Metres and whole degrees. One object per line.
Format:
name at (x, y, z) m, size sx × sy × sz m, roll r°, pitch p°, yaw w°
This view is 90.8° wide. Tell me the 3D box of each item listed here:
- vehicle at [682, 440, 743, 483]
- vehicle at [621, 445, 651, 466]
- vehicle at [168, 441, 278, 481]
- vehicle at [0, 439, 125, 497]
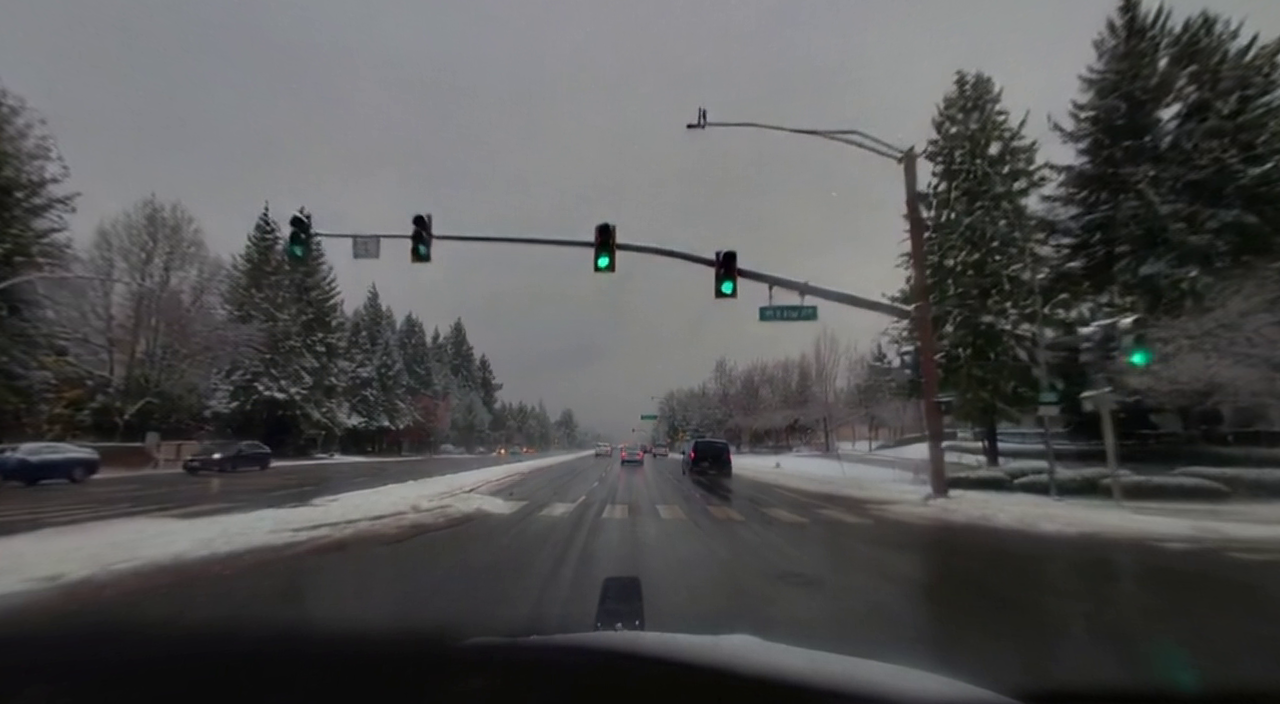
vehicle at (3.177, 4.903, 28.615) m, size 2.181 × 1.781 × 4.257 m, roll 1°, pitch -8°, yaw -1°
vehicle at (-0.308, 7.459, 45.742) m, size 2.039 × 1.455 × 3.826 m, roll 1°, pitch -8°, yaw -1°
vehicle at (-19.273, 5.028, 29.471) m, size 2.048 × 1.686 × 4.427 m, roll 0°, pitch -9°, yaw 0°
vehicle at (-22.901, 4.277, 23.473) m, size 2.598 × 1.924 × 5.802 m, roll -1°, pitch -9°, yaw 0°
